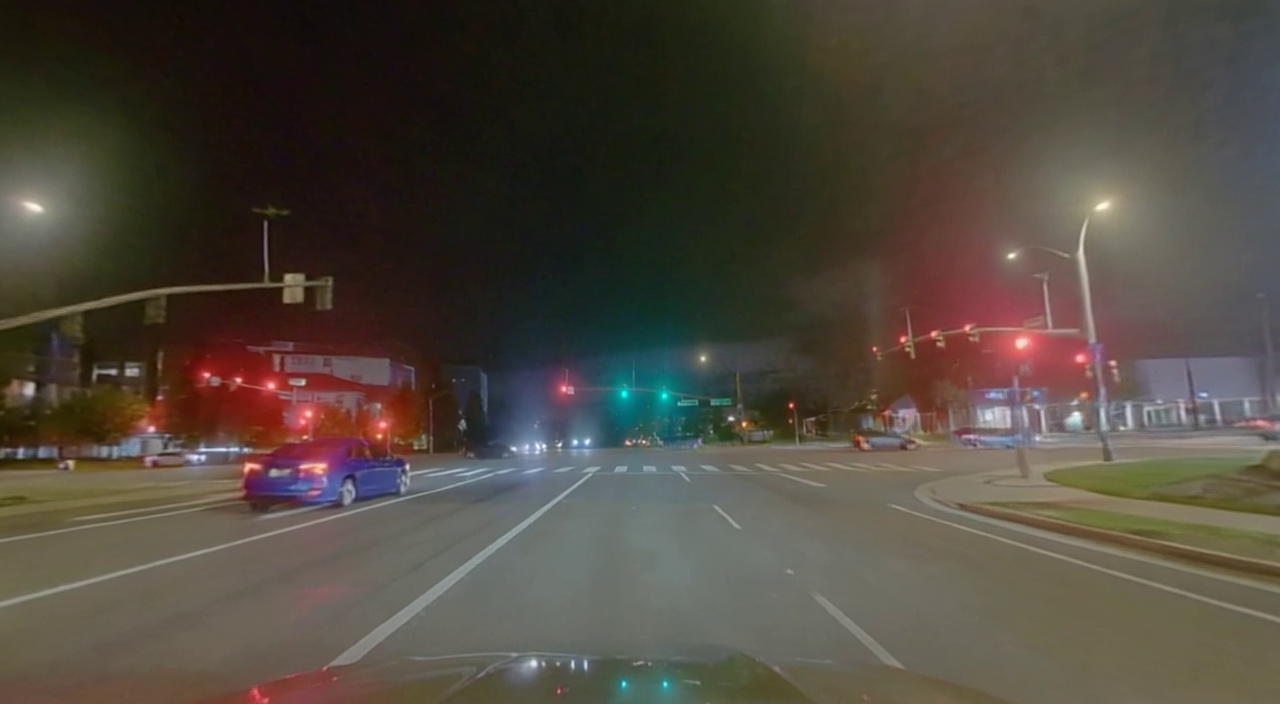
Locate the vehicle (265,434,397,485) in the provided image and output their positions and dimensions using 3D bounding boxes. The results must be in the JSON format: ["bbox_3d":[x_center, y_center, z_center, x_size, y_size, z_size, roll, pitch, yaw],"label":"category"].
[{"bbox_3d":[-9.896,3.480,20.693,1.899,1.460,4.880,0,-8,0],"label":"vehicle"}]

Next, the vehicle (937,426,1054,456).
[{"bbox_3d":[18.380,4.626,32.690,4.885,1.503,1.845,-1,-8,3],"label":"vehicle"}]

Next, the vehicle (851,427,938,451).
[{"bbox_3d":[15.891,5.453,39.499,4.647,1.428,1.825,-1,-8,4],"label":"vehicle"}]

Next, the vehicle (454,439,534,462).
[{"bbox_3d":[-9.533,6.445,41.376,4.775,1.466,1.850,-1,-8,5],"label":"vehicle"}]

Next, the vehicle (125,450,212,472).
[{"bbox_3d":[-34.324,7.938,45.892,4.805,1.494,2.112,-1,-8,5],"label":"vehicle"}]
